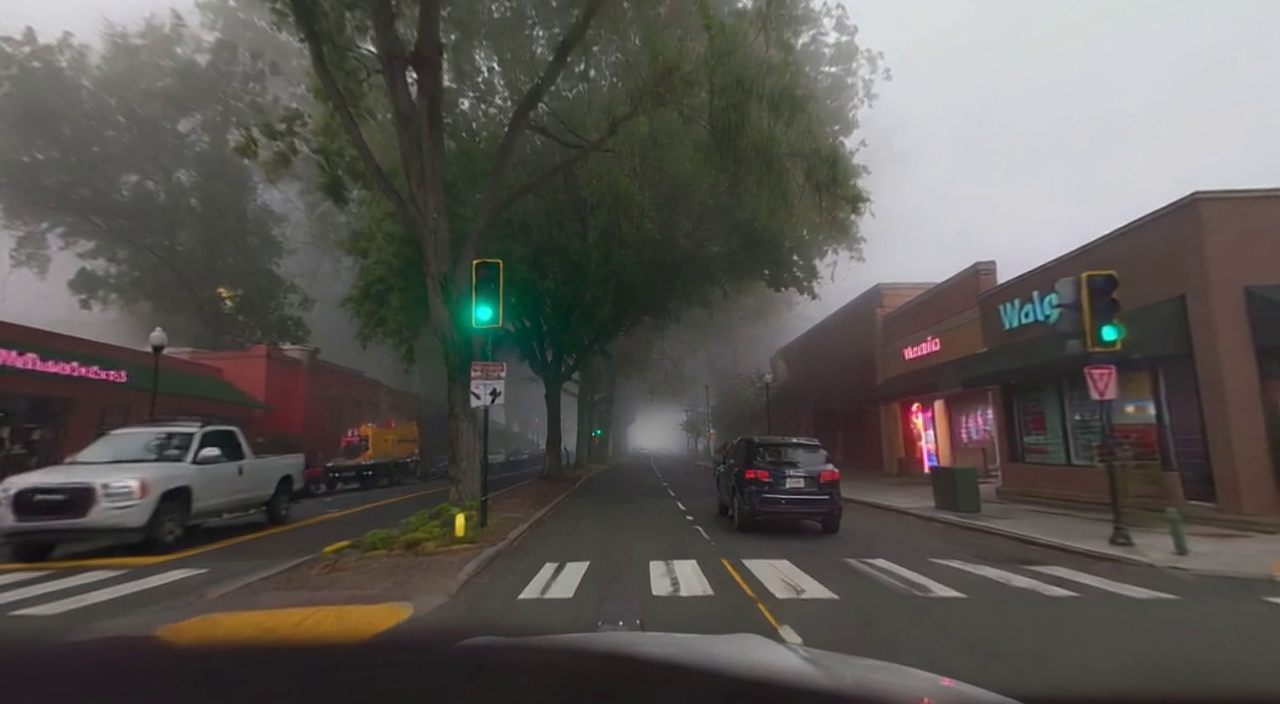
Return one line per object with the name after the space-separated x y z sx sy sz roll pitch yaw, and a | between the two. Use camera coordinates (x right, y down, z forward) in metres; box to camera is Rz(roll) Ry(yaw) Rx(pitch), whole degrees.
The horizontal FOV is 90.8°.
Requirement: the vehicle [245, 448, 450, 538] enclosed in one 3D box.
-5.624 2.722 12.948 1.983 1.438 4.559 0 -8 0 | vehicle

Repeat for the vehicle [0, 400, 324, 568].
-8.691 2.241 11.809 2.489 2.323 5.843 0 -8 0 | vehicle

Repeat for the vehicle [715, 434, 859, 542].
2.458 2.314 11.286 1.822 1.654 2.794 0 -8 -1 | vehicle
